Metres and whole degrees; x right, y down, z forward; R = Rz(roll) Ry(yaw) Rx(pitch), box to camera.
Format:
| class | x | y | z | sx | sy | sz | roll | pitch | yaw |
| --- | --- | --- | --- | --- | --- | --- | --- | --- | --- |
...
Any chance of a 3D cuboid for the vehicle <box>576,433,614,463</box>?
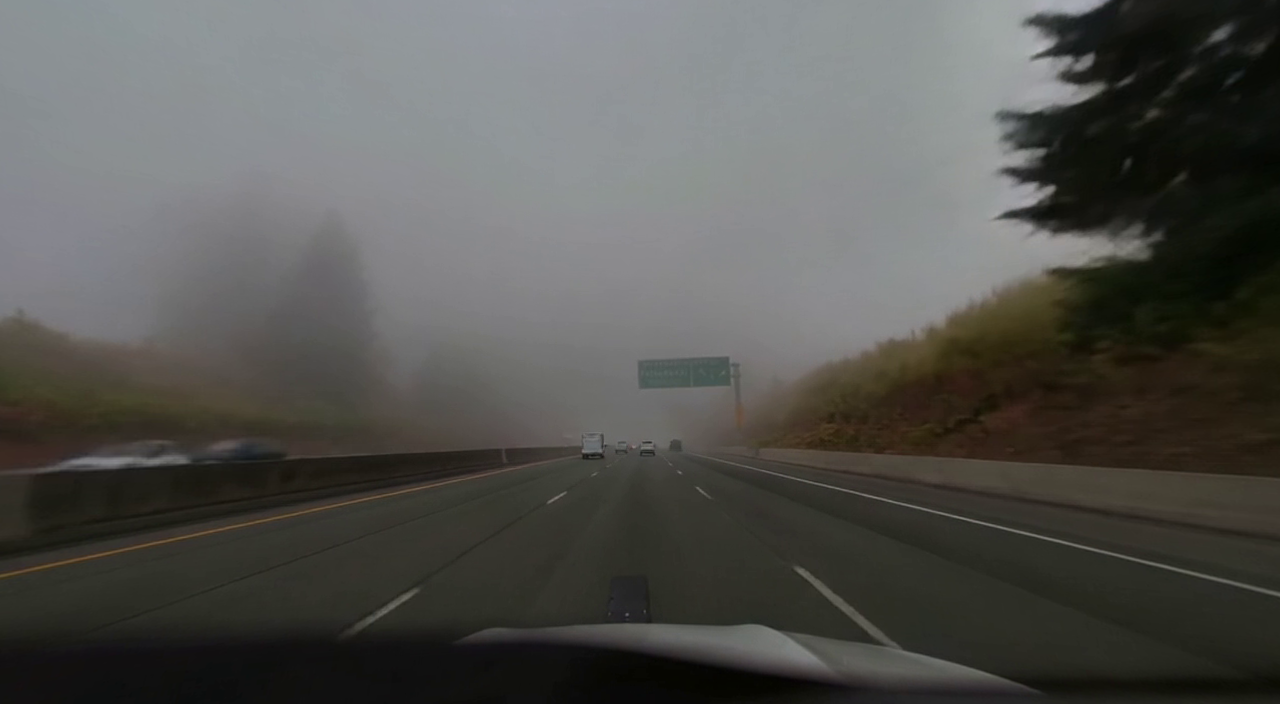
| class | x | y | z | sx | sy | sz | roll | pitch | yaw |
| --- | --- | --- | --- | --- | --- | --- | --- | --- | --- |
| vehicle | -3.194 | 6.898 | 45.403 | 2.286 | 2.011 | 4.452 | 0 | -8 | 1 |
